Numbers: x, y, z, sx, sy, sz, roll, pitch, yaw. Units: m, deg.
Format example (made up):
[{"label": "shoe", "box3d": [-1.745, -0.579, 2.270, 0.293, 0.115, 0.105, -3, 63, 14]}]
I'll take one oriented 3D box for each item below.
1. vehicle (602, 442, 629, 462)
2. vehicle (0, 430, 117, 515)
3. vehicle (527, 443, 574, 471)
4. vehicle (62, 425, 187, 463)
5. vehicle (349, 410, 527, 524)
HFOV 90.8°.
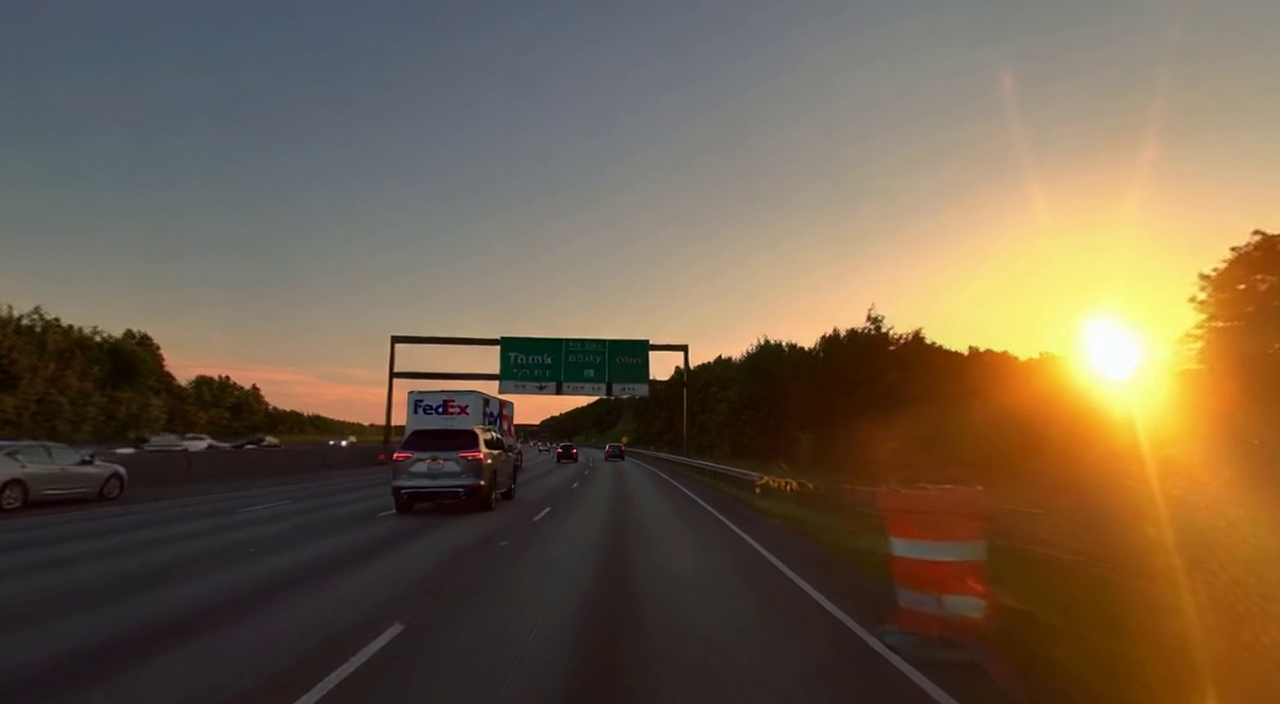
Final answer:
[{"label": "vehicle", "box3d": [-1.972, 7.925, 49.941, 2.043, 1.489, 3.839, 0, -9, -4]}, {"label": "vehicle", "box3d": [-13.672, 2.465, 13.032, 2.018, 1.668, 4.409, 0, -9, -1]}, {"label": "vehicle", "box3d": [-4.977, 5.887, 35.576, 2.192, 1.478, 4.591, 0, -9, -3]}, {"label": "vehicle", "box3d": [-24.054, 4.357, 29.786, 1.987, 1.613, 4.782, 0, -9, -2]}, {"label": "vehicle", "box3d": [-3.792, 2.276, 12.935, 2.170, 1.886, 4.628, 0, -9, -1]}]
